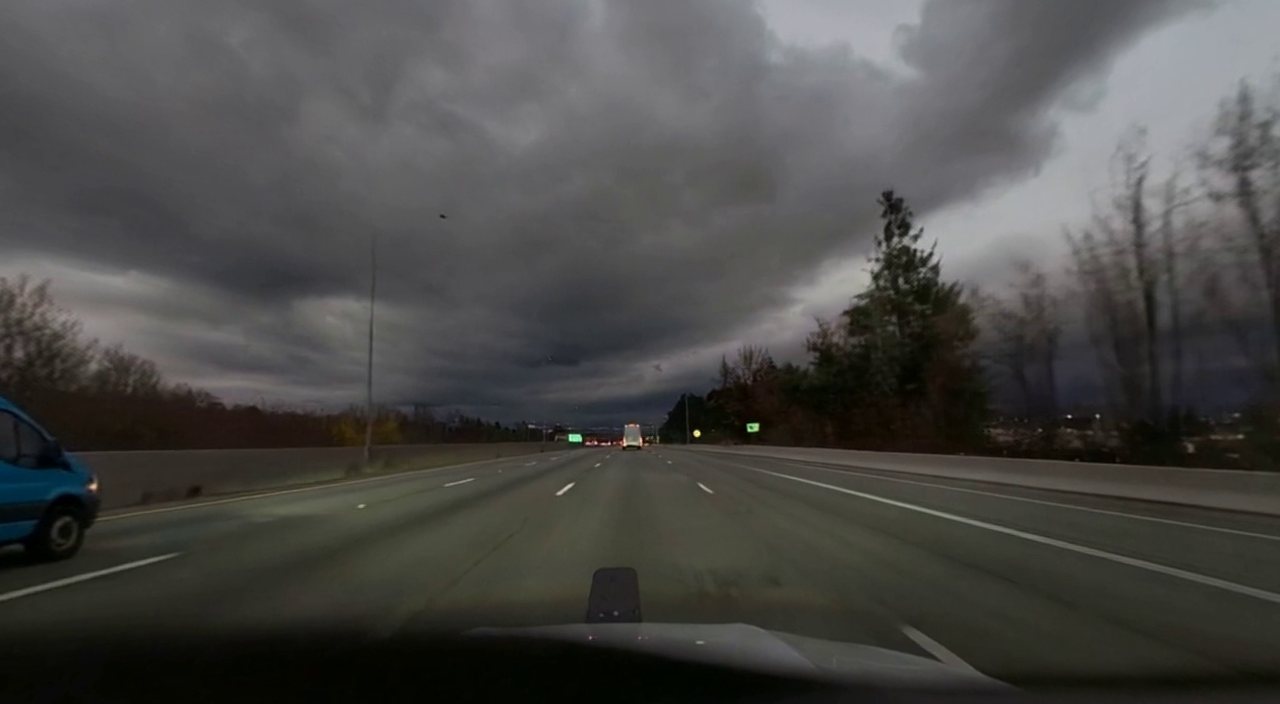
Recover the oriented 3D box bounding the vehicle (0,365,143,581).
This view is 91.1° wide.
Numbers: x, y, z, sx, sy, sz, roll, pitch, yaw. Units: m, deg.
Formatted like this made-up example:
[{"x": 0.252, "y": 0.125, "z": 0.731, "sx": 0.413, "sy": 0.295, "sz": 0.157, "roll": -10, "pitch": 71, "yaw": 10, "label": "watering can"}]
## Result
[{"x": -6.991, "y": 0.986, "z": 4.797, "sx": 2.150, "sy": 1.996, "sz": 5.341, "roll": 0, "pitch": -8, "yaw": -2, "label": "vehicle"}]
